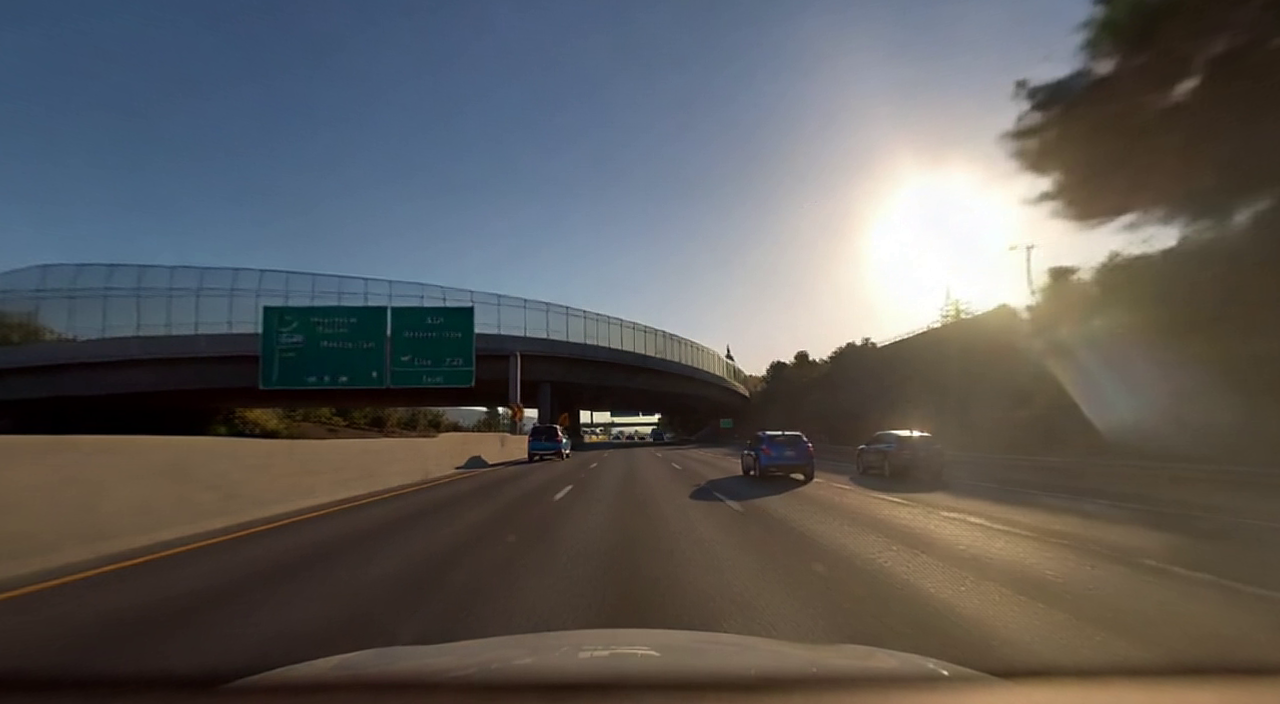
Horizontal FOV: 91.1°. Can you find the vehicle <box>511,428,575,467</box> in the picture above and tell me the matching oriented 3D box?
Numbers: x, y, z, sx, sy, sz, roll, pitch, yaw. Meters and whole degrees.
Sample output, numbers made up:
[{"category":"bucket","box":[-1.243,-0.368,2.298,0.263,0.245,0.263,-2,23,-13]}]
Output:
[{"category":"vehicle","box":[-3.913,3.912,26.129,2.032,1.465,4.316,0,-8,-1]}]

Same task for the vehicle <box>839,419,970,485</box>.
[{"category":"vehicle","box":[7.290,2.783,17.844,1.956,1.634,3.935,0,-8,-1]}]

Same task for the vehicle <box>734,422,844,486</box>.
[{"category":"vehicle","box":[4.030,2.821,17.757,2.011,1.576,4.060,0,-8,-2]}]
